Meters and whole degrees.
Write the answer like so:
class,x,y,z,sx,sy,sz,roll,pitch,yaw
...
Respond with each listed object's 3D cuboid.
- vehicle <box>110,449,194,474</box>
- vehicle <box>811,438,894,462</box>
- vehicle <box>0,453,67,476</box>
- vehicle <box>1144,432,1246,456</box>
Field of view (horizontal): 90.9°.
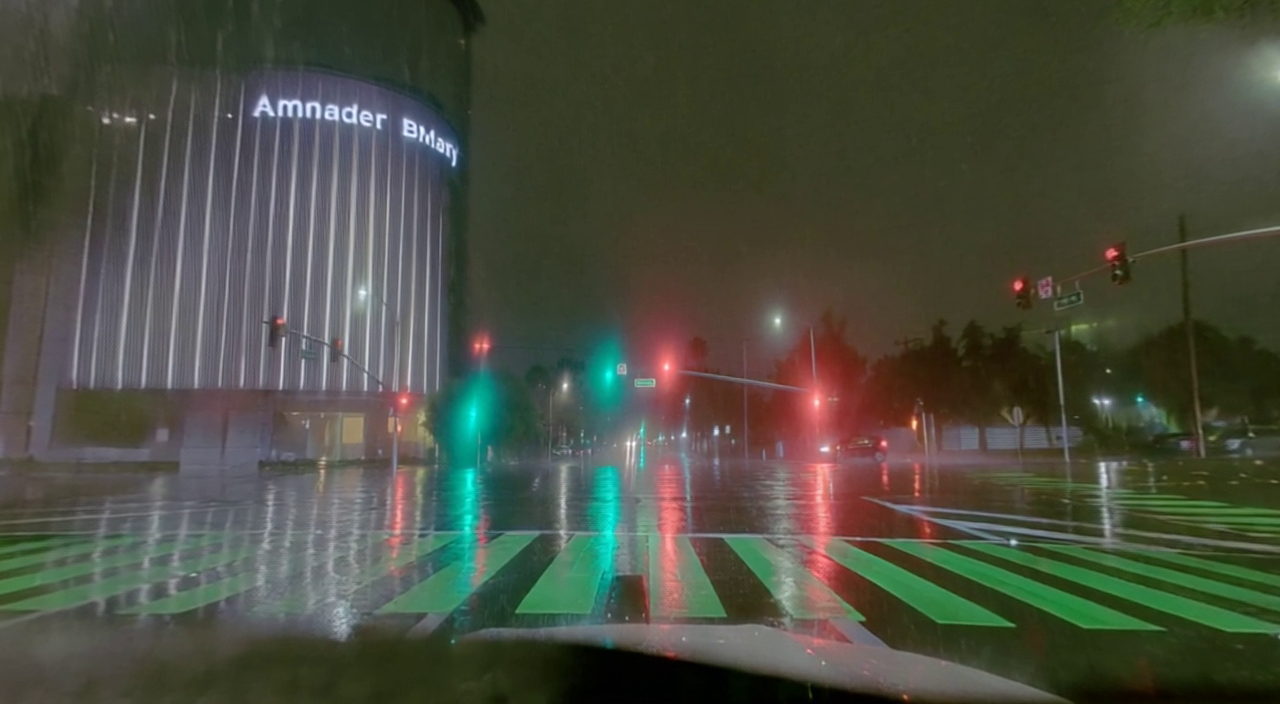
class,x,y,z,sx,sy,sz,roll,pitch,yaw
vehicle,-33.067,7.401,42.768,4.136,1.661,1.857,0,-8,1
vehicle,13.164,6.108,39.261,4.529,1.457,1.981,-1,-9,8
vehicle,-41.649,7.635,42.781,3.698,1.467,1.779,0,-8,1
vehicle,36.176,6.017,41.180,4.767,1.456,1.858,-1,-8,3
